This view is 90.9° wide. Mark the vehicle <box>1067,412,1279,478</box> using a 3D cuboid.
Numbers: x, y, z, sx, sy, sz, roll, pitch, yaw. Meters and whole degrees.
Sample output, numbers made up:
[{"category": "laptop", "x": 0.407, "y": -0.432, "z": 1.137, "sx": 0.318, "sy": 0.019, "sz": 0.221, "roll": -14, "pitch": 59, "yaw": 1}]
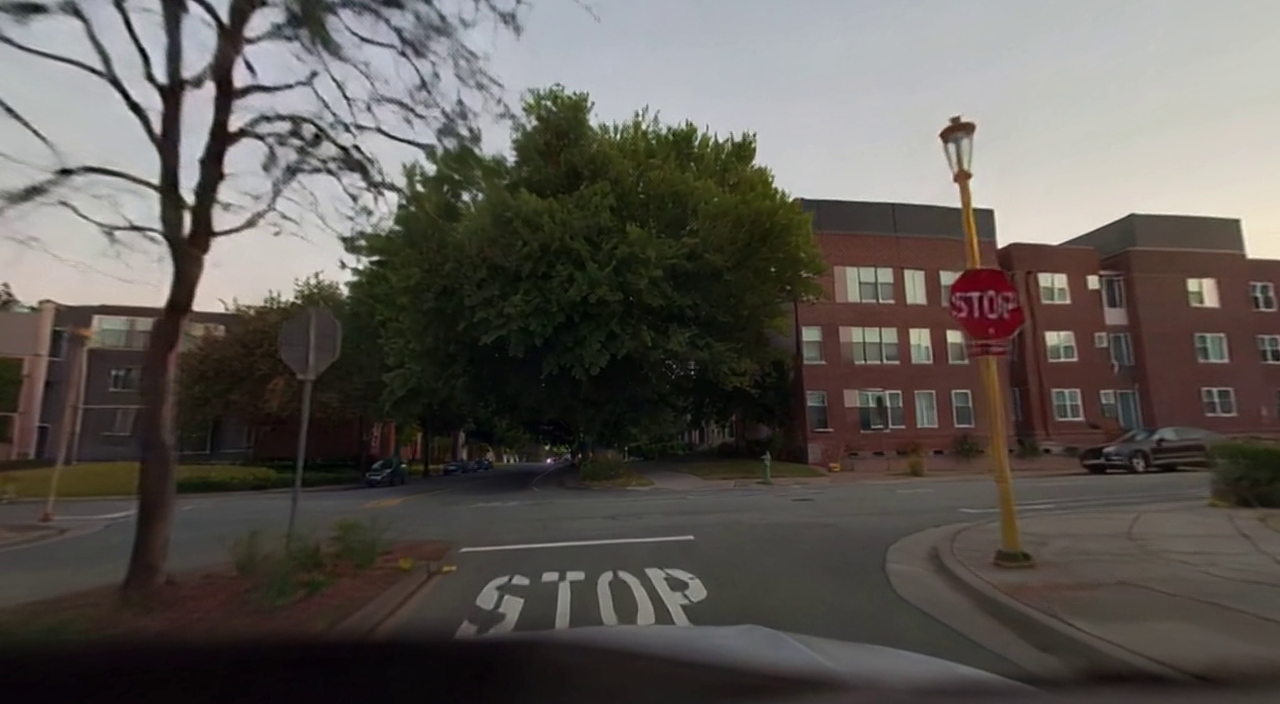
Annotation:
[{"category": "vehicle", "x": 18.433, "y": 3.283, "z": 22.027, "sx": 5.213, "sy": 1.850, "sz": 2.126, "roll": -4, "pitch": -10, "yaw": 4}]

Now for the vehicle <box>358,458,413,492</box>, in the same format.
[{"category": "vehicle", "x": -13.565, "y": 6.537, "z": 33.821, "sx": 2.027, "sy": 1.475, "sz": 4.522, "roll": 1, "pitch": -8, "yaw": -13}]
